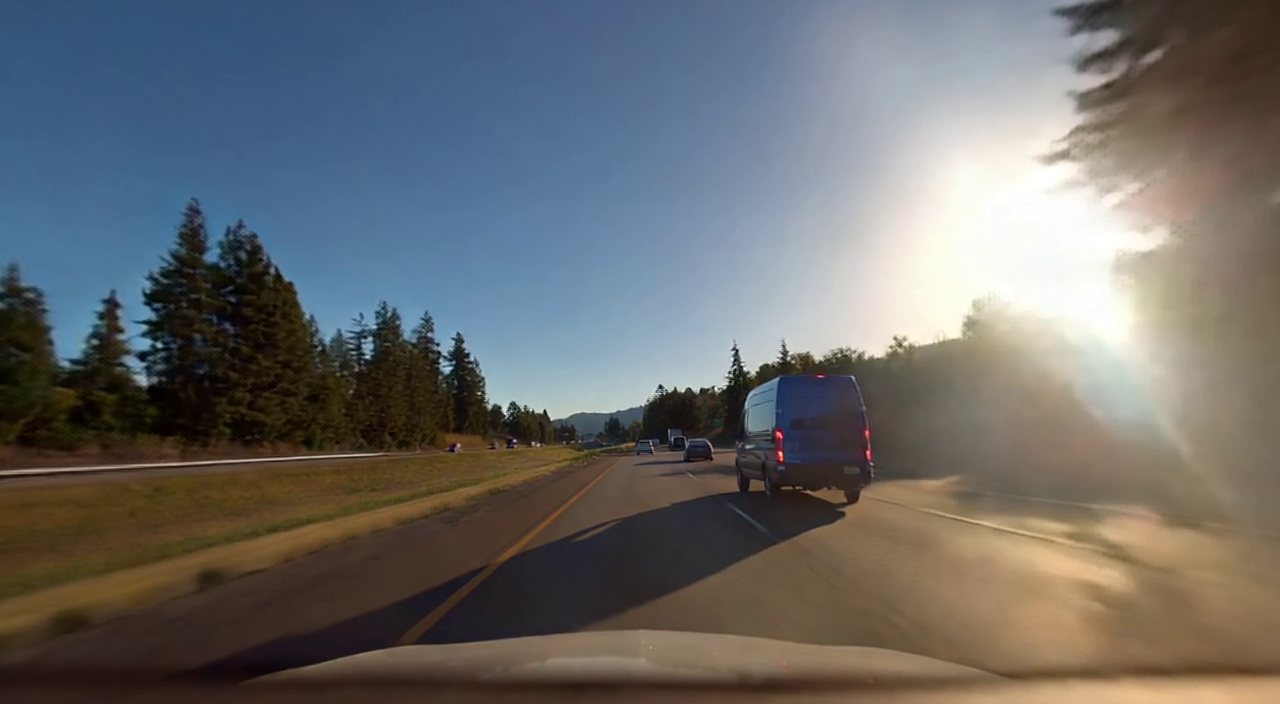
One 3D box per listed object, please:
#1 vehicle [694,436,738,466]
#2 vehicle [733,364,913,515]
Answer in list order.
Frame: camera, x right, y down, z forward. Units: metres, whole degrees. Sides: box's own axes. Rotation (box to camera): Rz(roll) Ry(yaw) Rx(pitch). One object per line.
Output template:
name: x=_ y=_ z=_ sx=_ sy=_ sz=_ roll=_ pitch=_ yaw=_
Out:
vehicle: x=4.402 y=5.858 z=37.298 sx=2.034 sy=1.651 sz=4.342 roll=0 pitch=-8 yaw=0
vehicle: x=3.684 y=1.982 z=14.219 sx=2.302 sy=2.670 sz=5.912 roll=0 pitch=-8 yaw=1
